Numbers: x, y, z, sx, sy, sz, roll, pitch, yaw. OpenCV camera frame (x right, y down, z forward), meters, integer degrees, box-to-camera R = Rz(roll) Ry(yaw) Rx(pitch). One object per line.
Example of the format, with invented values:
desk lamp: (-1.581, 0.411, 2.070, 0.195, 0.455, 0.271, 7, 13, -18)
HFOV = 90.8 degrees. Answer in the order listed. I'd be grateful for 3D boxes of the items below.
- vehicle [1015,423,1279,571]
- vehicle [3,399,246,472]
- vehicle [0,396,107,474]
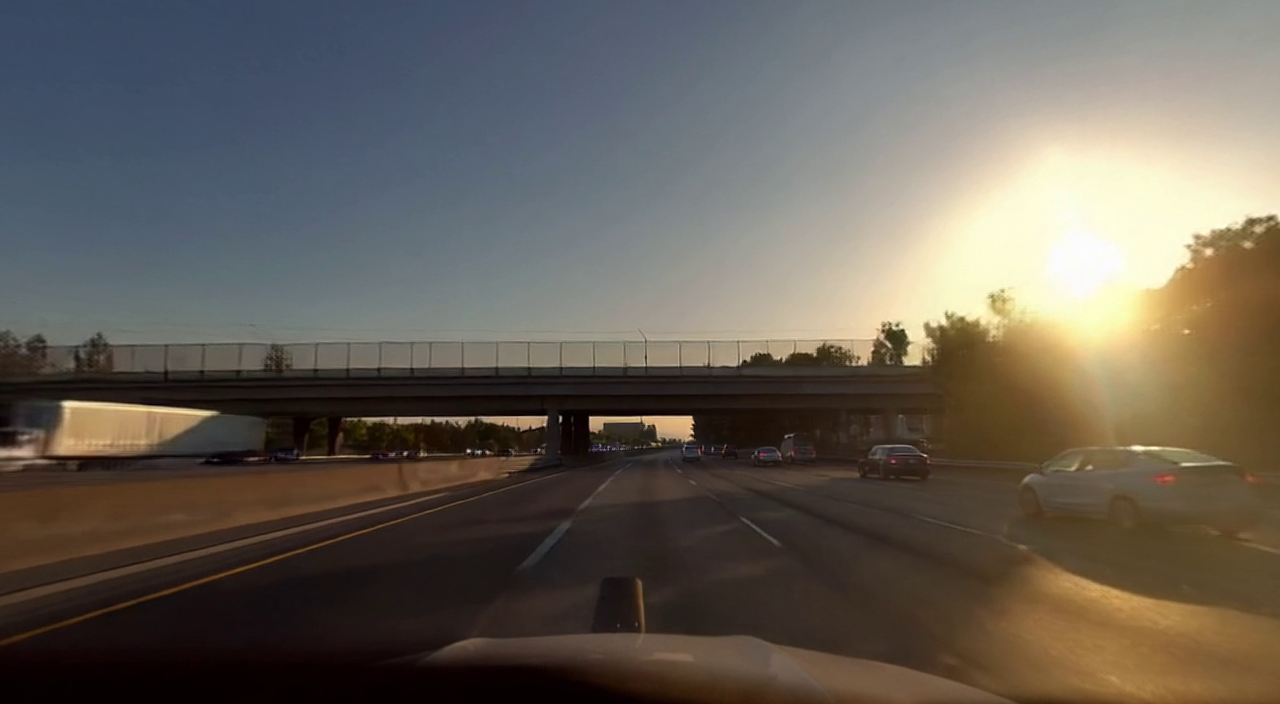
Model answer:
vehicle: (7.743, 1.917, 9.176, 1.862, 1.613, 4.316, 0, -9, -1)
vehicle: (-34.449, 5.970, 44.187, 2.902, 4.121, 16.582, 0, -9, 1)
vehicle: (-34.557, 4.619, 34.769, 3.015, 3.942, 8.354, 0, -9, 0)
